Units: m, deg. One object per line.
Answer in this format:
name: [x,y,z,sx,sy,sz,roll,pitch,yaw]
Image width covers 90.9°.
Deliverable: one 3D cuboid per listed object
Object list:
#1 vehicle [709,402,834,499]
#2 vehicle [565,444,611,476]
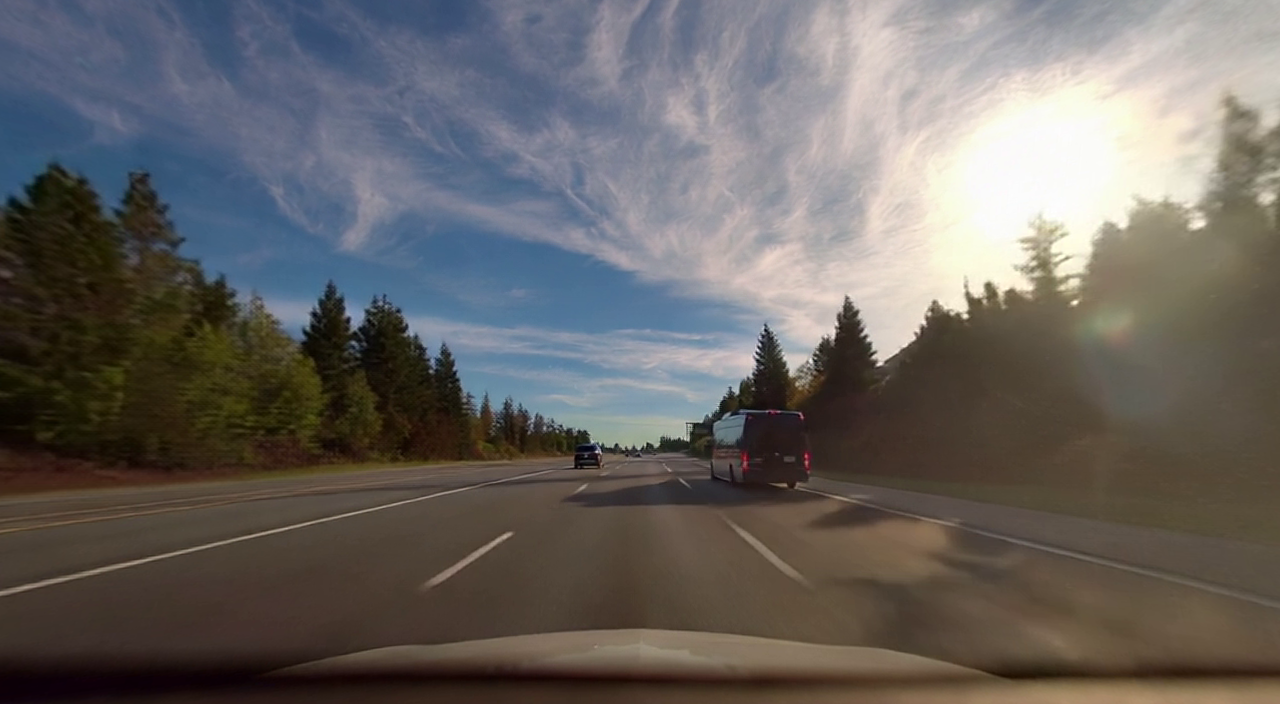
vehicle: [4.009,3.234,20.764,2.614,2.655,6.429,0,-9,-1]
vehicle: [-2.764,5.839,34.346,2.020,1.619,4.690,0,-9,1]
